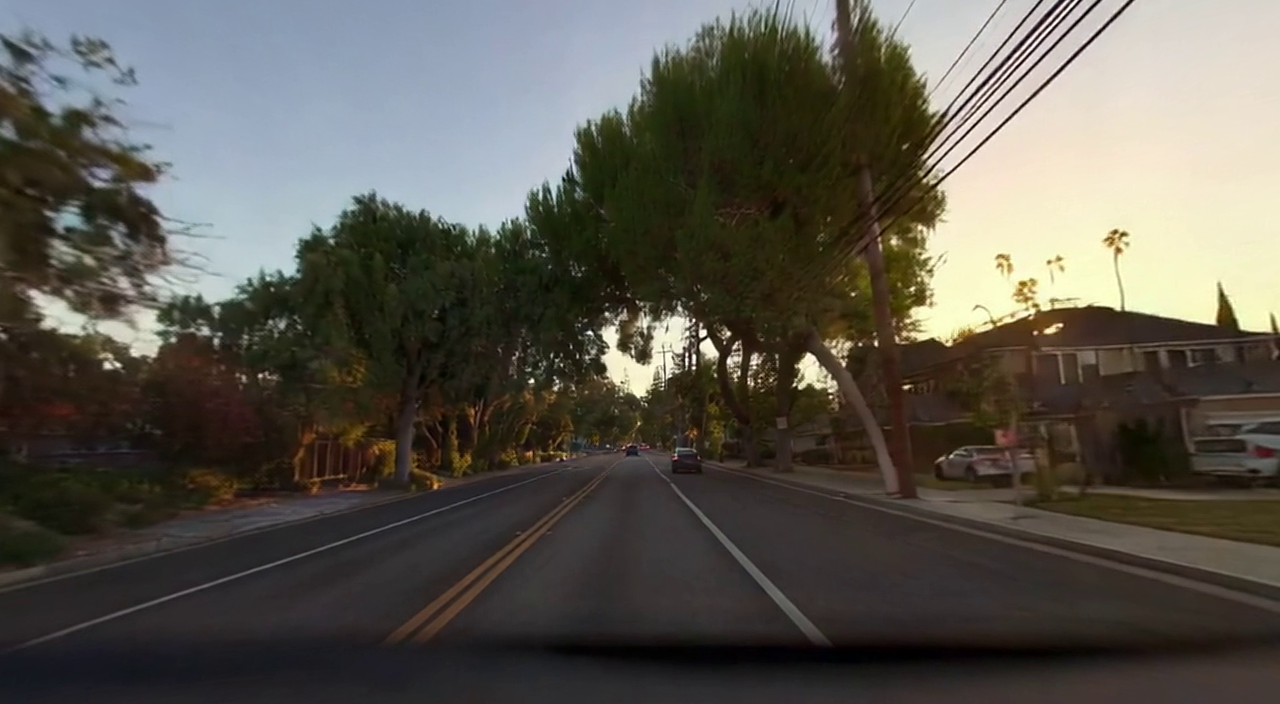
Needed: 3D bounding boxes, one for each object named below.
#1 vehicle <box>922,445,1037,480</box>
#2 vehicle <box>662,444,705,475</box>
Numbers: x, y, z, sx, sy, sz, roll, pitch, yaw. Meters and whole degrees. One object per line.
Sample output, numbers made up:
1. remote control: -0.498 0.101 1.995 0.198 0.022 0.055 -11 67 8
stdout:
1. vehicle: 14.526 4.730 27.181 3.838 1.405 1.992 1 -9 -6
2. vehicle: 2.228 5.613 33.082 1.975 1.497 3.647 0 -9 0
